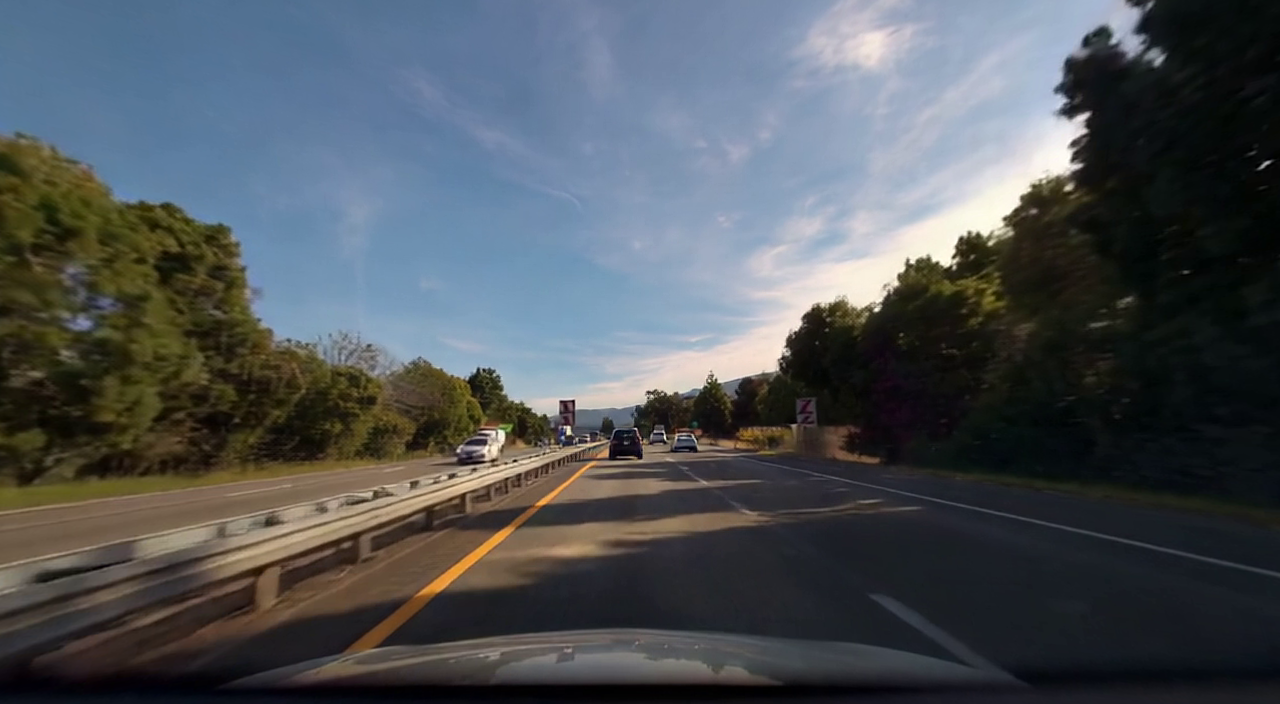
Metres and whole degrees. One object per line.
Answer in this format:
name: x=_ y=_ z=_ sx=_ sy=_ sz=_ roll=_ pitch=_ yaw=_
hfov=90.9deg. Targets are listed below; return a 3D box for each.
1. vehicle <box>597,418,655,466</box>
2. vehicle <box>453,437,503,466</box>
vehicle: x=-0.658 y=4.243 z=29.823 sx=2.503 sy=2.044 sz=4.633 roll=0 pitch=-8 yaw=-1
vehicle: x=-9.512 y=5.861 z=37.353 sx=1.903 sy=1.591 sz=4.430 roll=0 pitch=-8 yaw=-1
